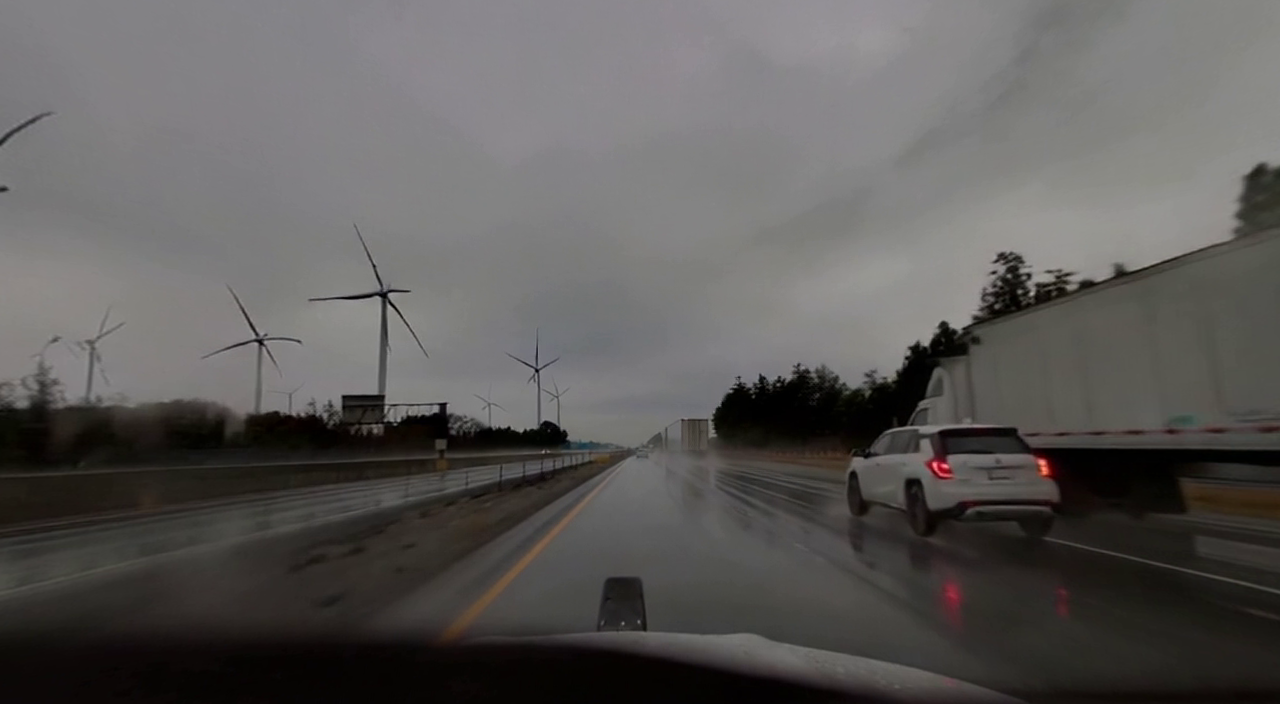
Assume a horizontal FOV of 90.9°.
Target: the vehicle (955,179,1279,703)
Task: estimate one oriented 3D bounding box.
[{"bbox_3d":[4.490,0.515,3.426,2.609,2.648,5.397,0,-9,-1],"label":"vehicle"}]
